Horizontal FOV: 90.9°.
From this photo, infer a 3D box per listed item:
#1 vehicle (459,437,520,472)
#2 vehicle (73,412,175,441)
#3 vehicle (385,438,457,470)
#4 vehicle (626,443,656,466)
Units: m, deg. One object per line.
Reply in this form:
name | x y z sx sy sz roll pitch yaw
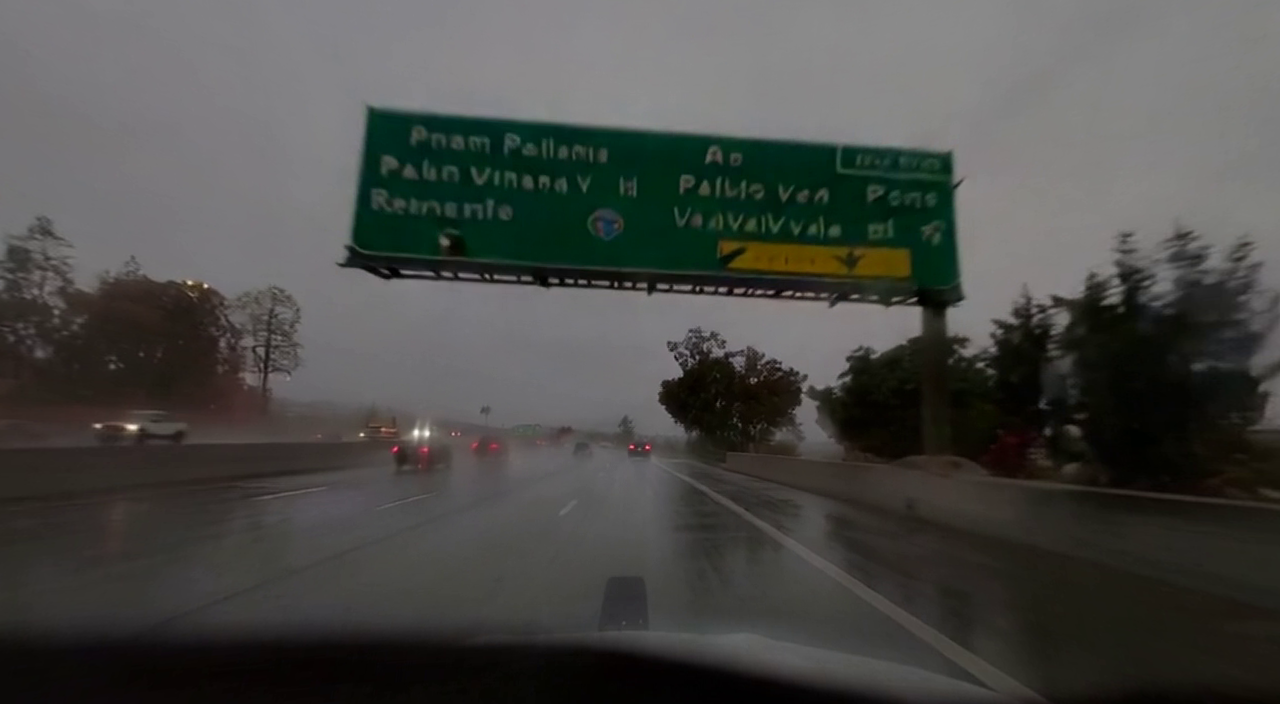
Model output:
vehicle | -7.463 5.122 31.718 2.086 1.628 4.039 0 -8 0
vehicle | -29.472 4.356 36.268 1.941 1.532 4.732 0 -8 -1
vehicle | -11.139 5.218 32.468 1.935 1.474 5.033 0 -8 0
vehicle | 0.065 6.741 41.695 1.881 1.460 3.694 0 -8 -1
